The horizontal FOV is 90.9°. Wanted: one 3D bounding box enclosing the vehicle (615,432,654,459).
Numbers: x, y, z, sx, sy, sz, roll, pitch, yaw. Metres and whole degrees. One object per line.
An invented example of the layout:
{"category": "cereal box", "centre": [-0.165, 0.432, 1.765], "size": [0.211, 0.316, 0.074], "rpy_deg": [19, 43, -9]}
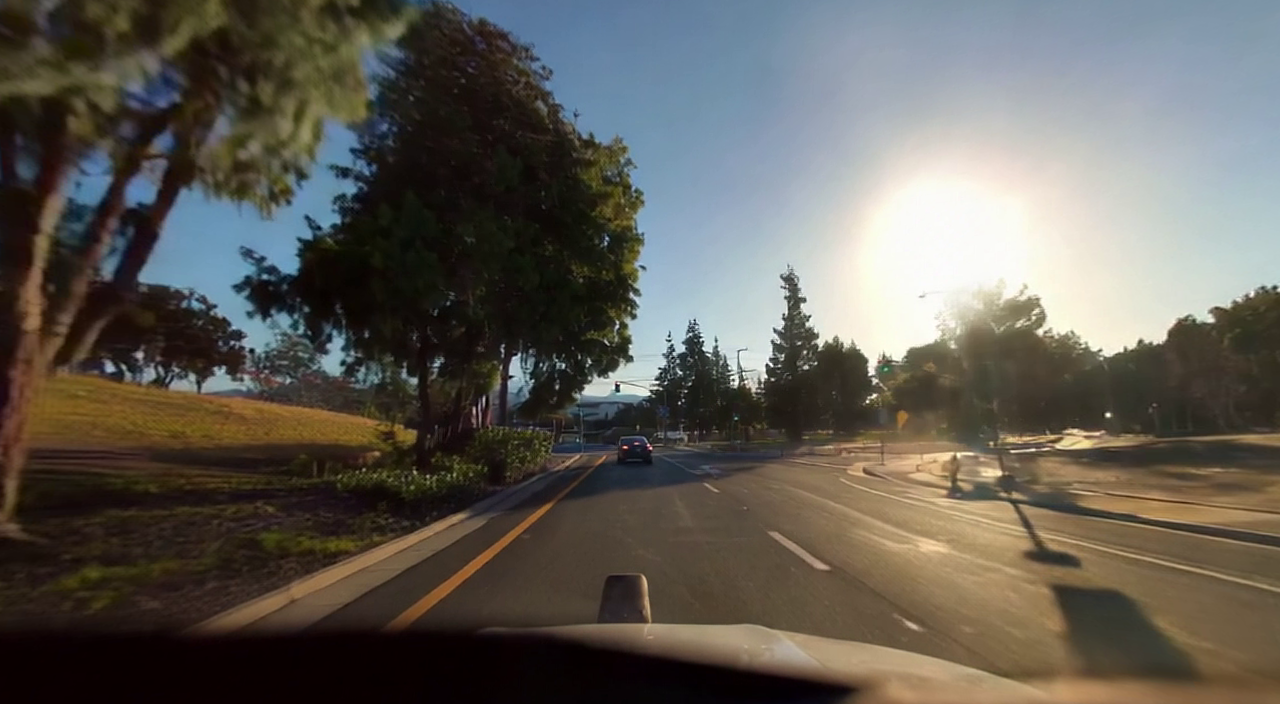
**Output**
{"category": "vehicle", "centre": [-0.352, 5.328, 36.019], "size": [2.056, 1.473, 4.380], "rpy_deg": [0, -8, -1]}
